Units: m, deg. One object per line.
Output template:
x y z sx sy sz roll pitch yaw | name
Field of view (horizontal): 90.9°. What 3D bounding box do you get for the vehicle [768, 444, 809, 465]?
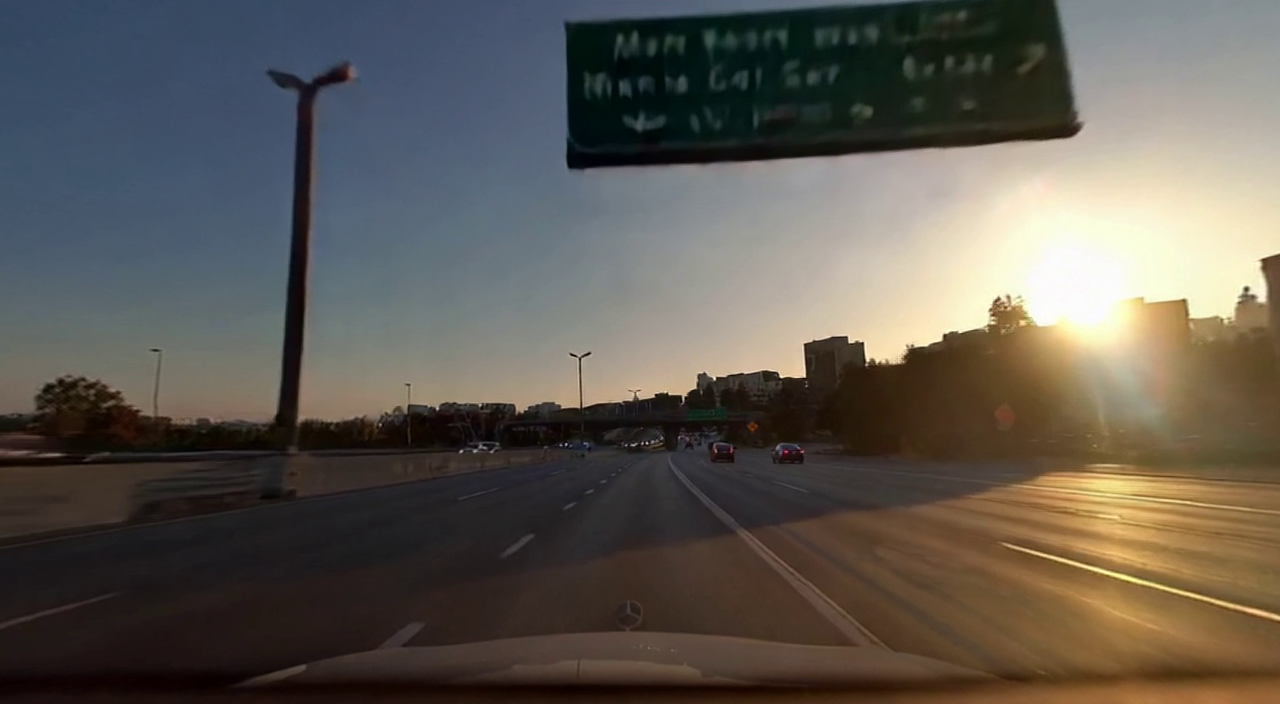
11.262 7.797 48.073 2.000 1.514 4.585 0 -9 0 | vehicle
